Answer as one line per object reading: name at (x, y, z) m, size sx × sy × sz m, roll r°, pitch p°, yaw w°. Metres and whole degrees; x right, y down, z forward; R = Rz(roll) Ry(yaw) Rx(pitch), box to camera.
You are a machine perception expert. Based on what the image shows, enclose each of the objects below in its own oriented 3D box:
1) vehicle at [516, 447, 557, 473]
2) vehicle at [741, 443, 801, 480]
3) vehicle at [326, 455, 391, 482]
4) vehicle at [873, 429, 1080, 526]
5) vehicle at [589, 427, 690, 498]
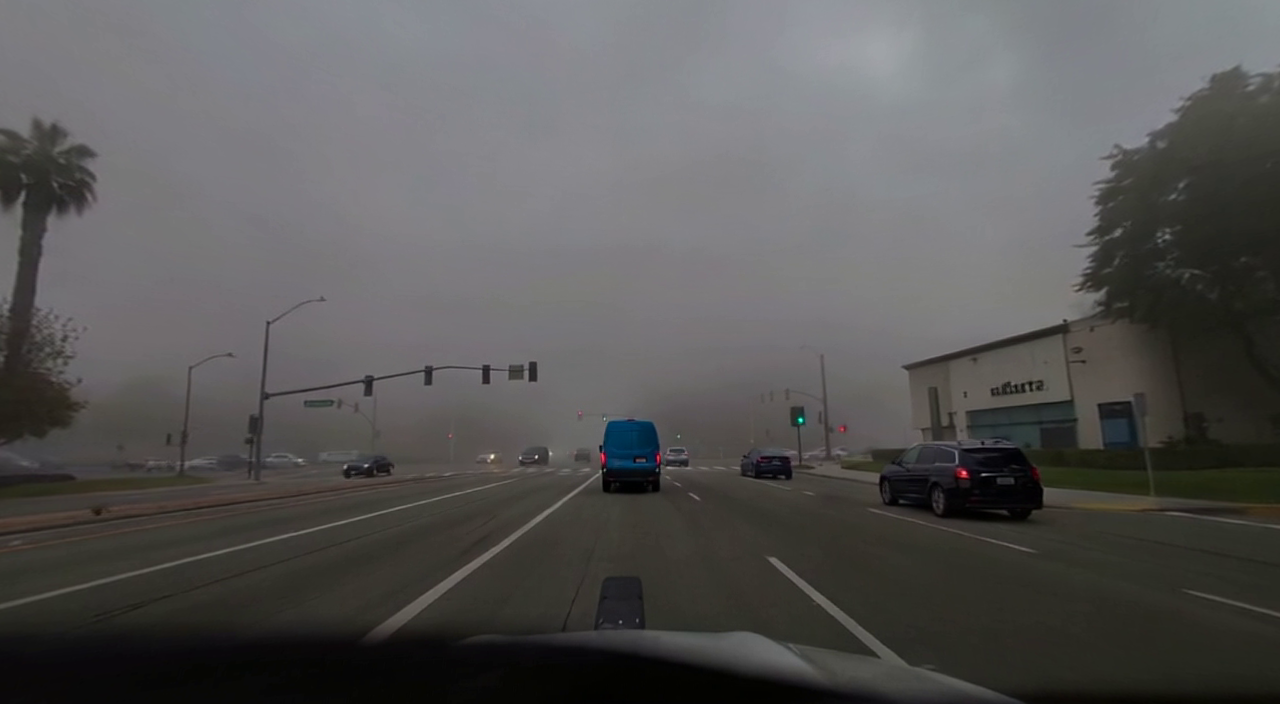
vehicle at (-6.953, 7.275, 42.777) m, size 2.109 × 1.653 × 4.681 m, roll 0°, pitch -9°, yaw -2°
vehicle at (6.508, 5.497, 31.916) m, size 1.931 × 1.692 × 4.267 m, roll 0°, pitch -9°, yaw -2°
vehicle at (-16.845, 6.969, 38.037) m, size 1.953 × 1.480 × 4.632 m, roll 0°, pitch -9°, yaw -3°
vehicle at (7.130, 2.686, 14.097) m, size 2.023 × 1.771 × 4.488 m, roll 0°, pitch -9°, yaw -2°
vehicle at (-0.103, 3.546, 20.687) m, size 2.848 × 1.991 × 5.706 m, roll 0°, pitch -9°, yaw -2°
